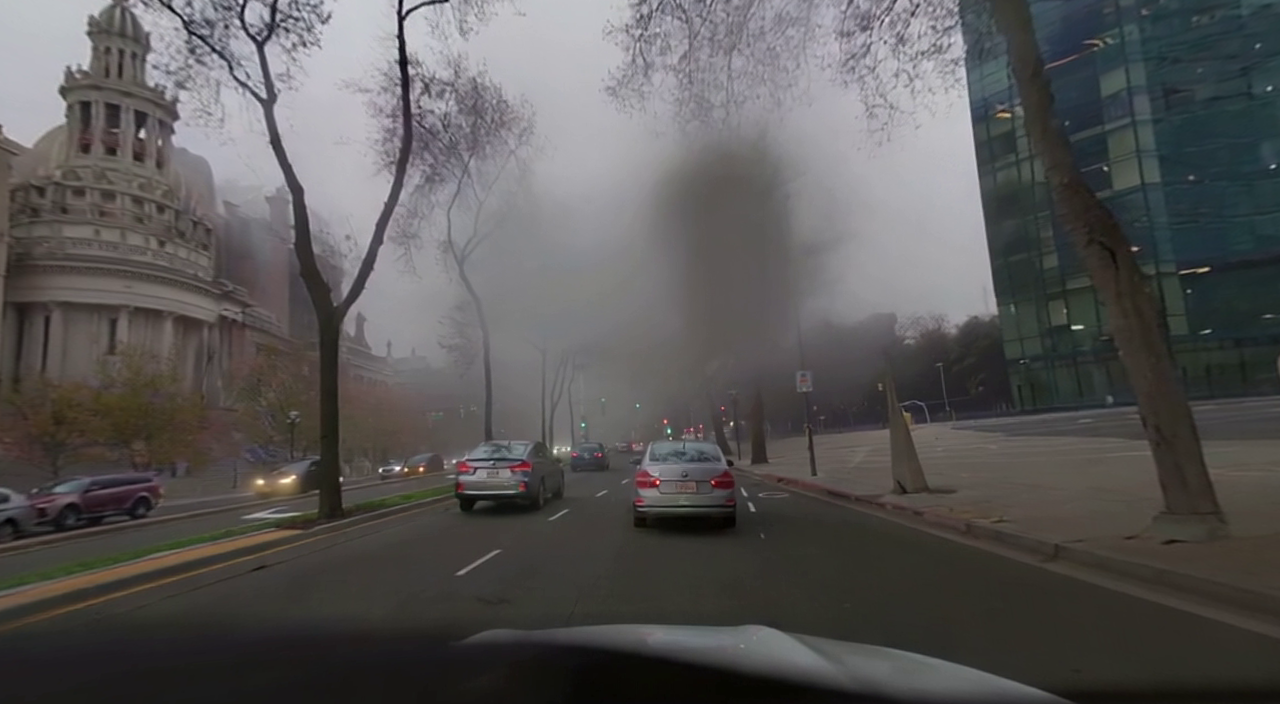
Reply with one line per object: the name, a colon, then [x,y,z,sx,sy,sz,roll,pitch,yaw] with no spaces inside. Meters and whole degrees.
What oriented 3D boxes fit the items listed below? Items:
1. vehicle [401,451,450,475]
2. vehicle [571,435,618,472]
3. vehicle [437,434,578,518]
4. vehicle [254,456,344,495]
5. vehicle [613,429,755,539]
vehicle: [-16.568,8.571,48.965,2.024,1.782,4.827,0,-9,1]
vehicle: [-2.288,5.286,32.998,1.969,1.764,4.160,0,-9,2]
vehicle: [-2.673,2.615,13.829,1.961,1.517,4.202,0,-9,3]
vehicle: [-16.936,6.120,31.618,2.075,1.700,4.405,0,-9,0]
vehicle: [0.676,2.107,10.640,1.933,1.504,3.802,0,-9,2]
